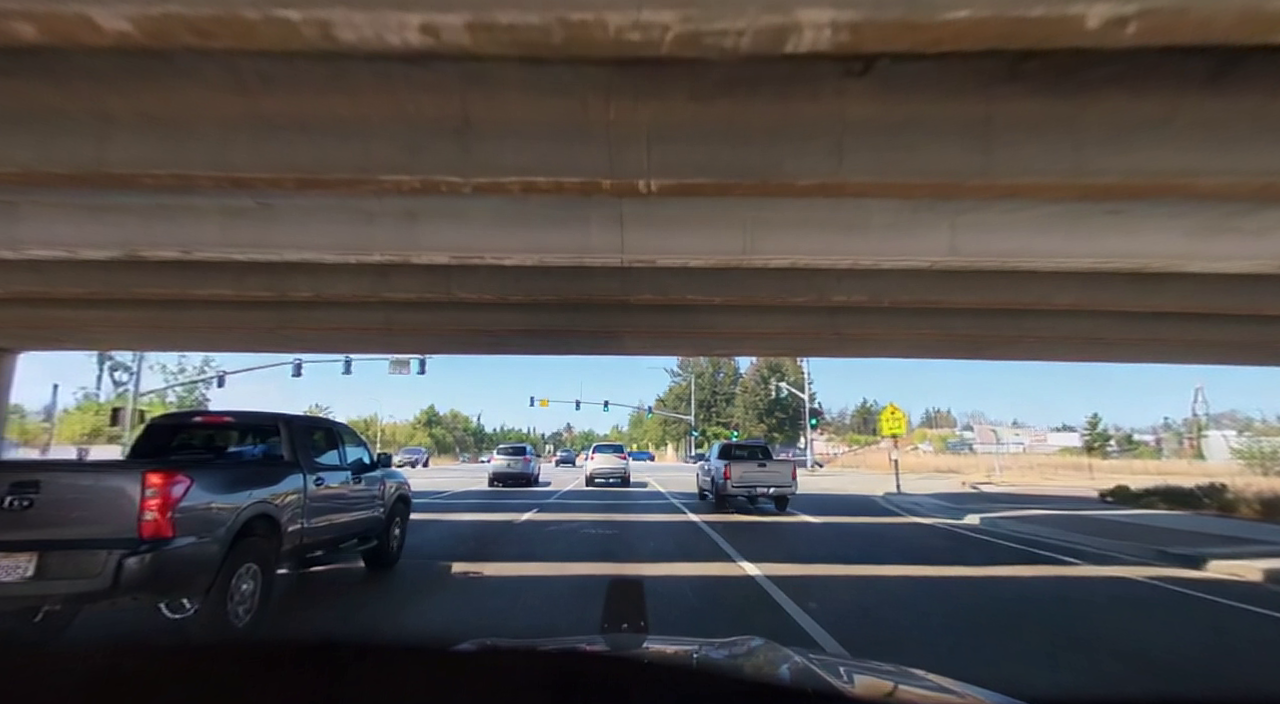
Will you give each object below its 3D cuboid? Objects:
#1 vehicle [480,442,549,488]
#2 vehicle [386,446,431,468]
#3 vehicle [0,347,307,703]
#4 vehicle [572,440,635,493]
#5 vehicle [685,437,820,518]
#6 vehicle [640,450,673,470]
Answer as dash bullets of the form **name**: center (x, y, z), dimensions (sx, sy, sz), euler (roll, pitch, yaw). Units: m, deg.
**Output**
- **vehicle**: center (-5.042, 4.587, 25.982), dimensions (2.127, 1.720, 4.064), euler (0, -9, -2)
- **vehicle**: center (-18.100, 8.218, 49.489), dimensions (2.089, 1.684, 4.521), euler (1, -9, -5)
- **vehicle**: center (-4.208, 0.972, 3.616), dimensions (2.074, 1.814, 4.596), euler (0, -9, 0)
- **vehicle**: center (-1.280, 4.134, 23.056), dimensions (2.097, 1.748, 3.794), euler (0, -9, -2)
- **vehicle**: center (2.637, 3.126, 16.390), dimensions (2.234, 1.720, 5.378), euler (0, -9, -3)
- **vehicle**: center (1.193, 8.205, 48.079), dimensions (2.026, 1.457, 3.969), euler (1, -9, -5)
